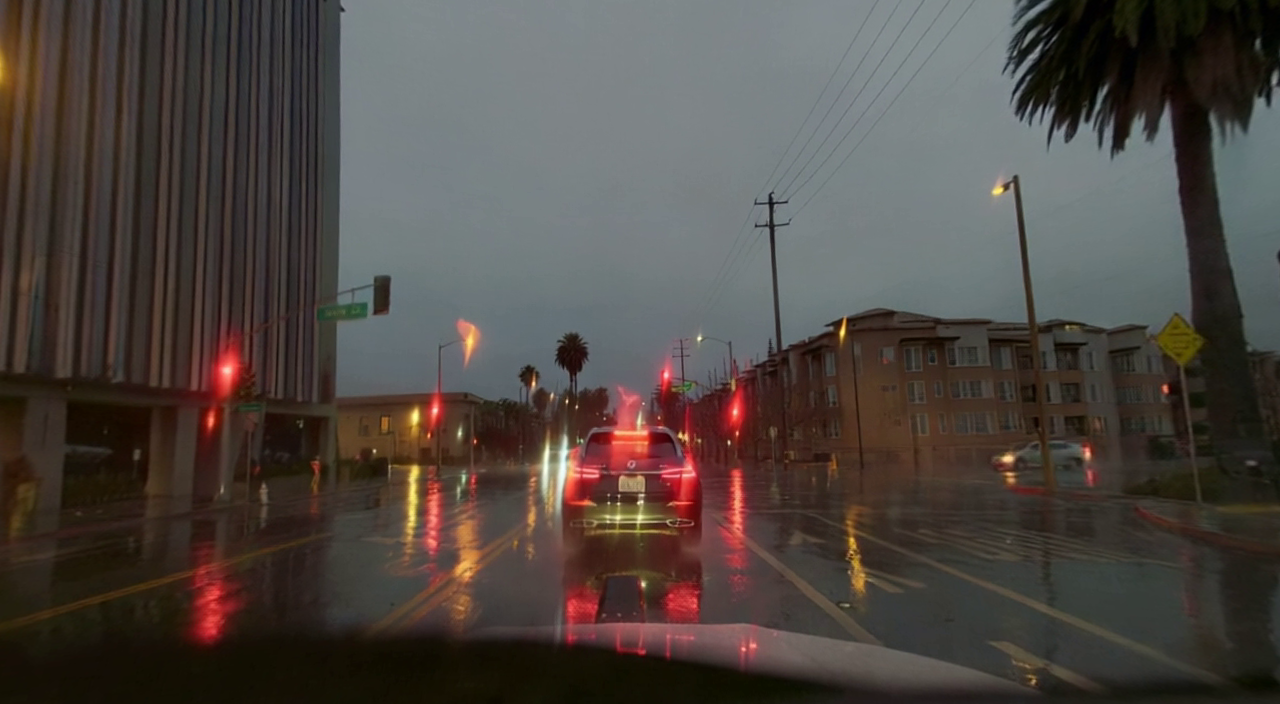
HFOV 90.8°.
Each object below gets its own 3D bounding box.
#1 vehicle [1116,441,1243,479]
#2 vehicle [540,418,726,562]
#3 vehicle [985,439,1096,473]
[{"bbox_3d":[24.341,4.861,28.604,4.118,1.593,2.004,1,-8,-8],"label":"vehicle"},{"bbox_3d":[-0.081,1.872,9.231,2.144,1.643,3.770,0,-8,0],"label":"vehicle"},{"bbox_3d":[21.723,5.657,34.404,4.649,1.760,2.029,0,-8,0],"label":"vehicle"}]
